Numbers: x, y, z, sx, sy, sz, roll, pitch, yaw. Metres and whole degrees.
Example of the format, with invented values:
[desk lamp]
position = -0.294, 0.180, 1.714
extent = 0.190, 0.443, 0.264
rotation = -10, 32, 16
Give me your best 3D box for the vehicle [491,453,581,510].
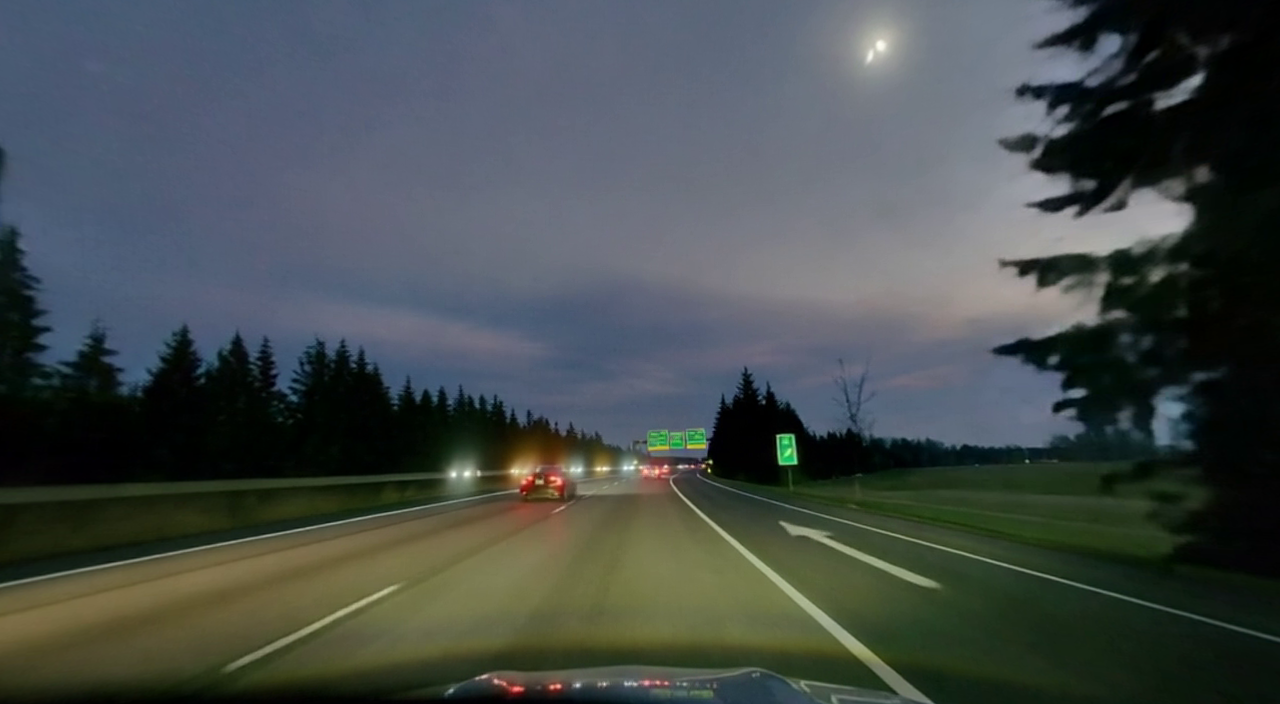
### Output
[vehicle]
position = -3.232, 4.152, 20.401
extent = 2.000, 1.594, 3.996
rotation = 1, -11, 3
